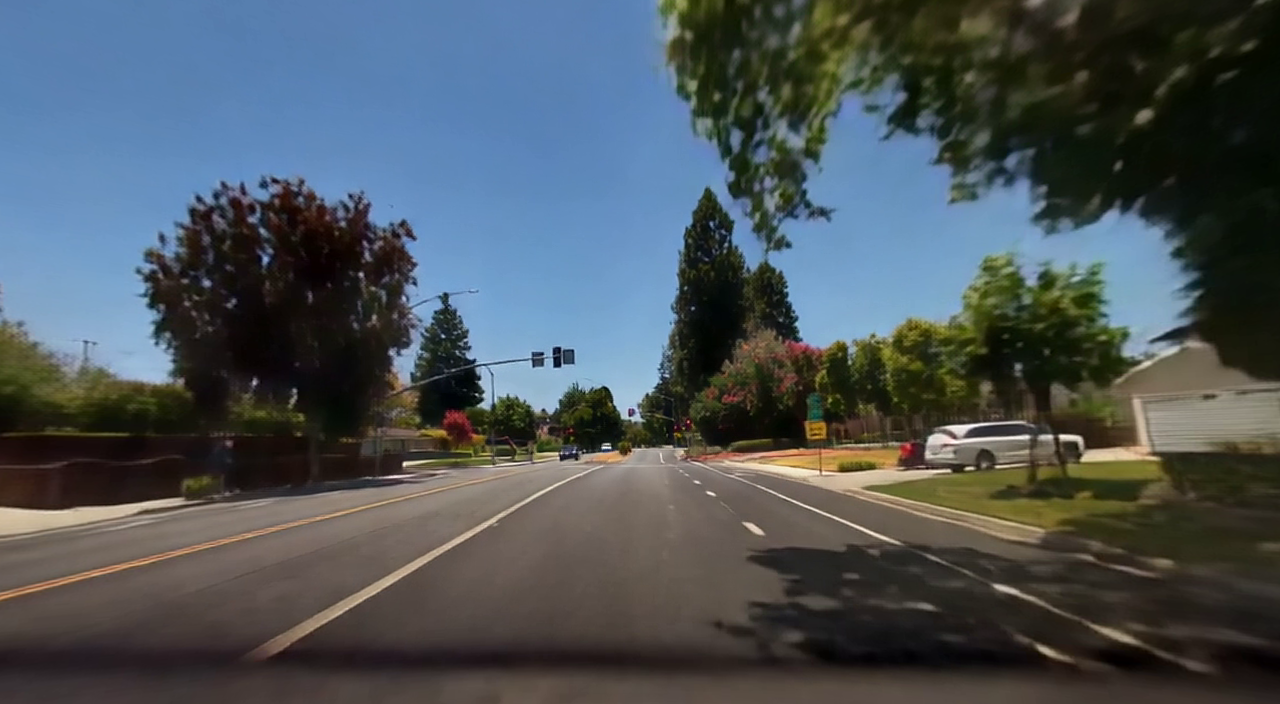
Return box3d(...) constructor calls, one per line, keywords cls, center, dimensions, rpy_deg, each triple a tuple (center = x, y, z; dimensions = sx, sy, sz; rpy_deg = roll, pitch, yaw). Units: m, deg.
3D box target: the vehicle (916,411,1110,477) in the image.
box3d(cls="vehicle", center=(10.772, 2.691, 18.496), dimensions=(4.423, 1.779, 1.883), rpy_deg=(0, -8, 0))
